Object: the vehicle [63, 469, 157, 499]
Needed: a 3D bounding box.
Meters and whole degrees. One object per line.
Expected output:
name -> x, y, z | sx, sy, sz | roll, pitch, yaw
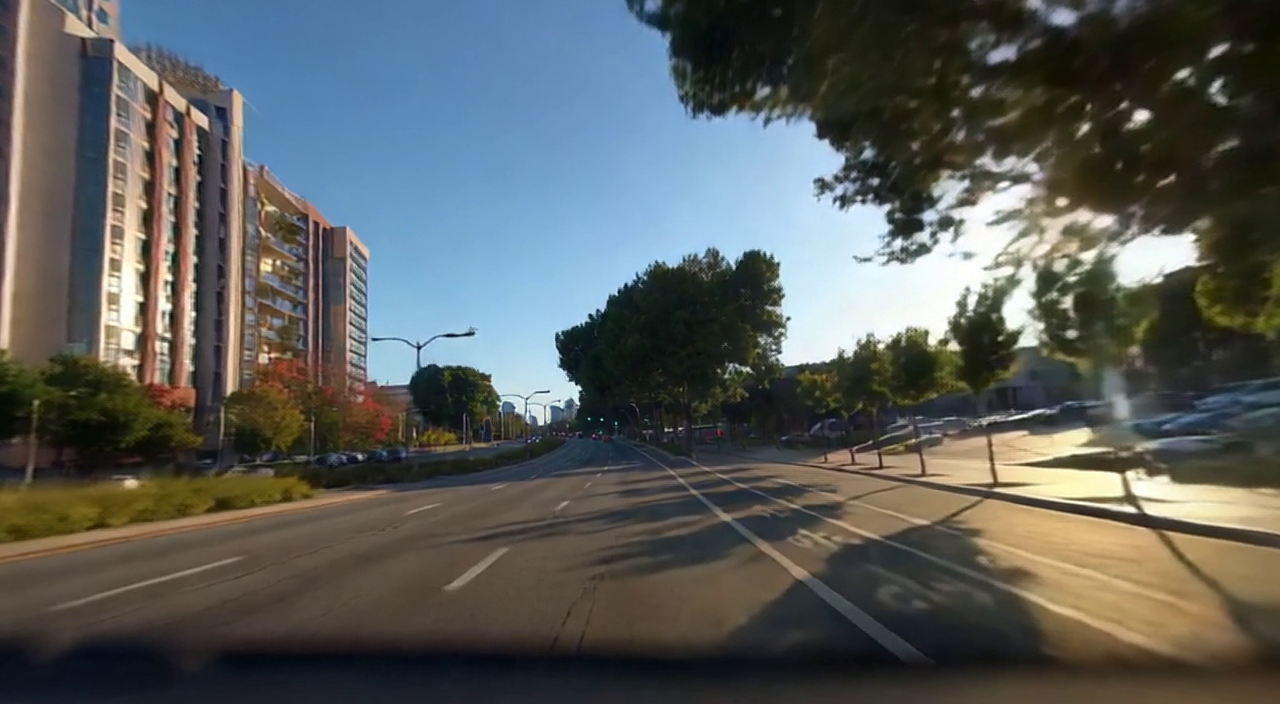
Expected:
vehicle -> -33.178, 8.253, 39.750 | 2.020, 1.552, 4.568 | 0, -9, -2
